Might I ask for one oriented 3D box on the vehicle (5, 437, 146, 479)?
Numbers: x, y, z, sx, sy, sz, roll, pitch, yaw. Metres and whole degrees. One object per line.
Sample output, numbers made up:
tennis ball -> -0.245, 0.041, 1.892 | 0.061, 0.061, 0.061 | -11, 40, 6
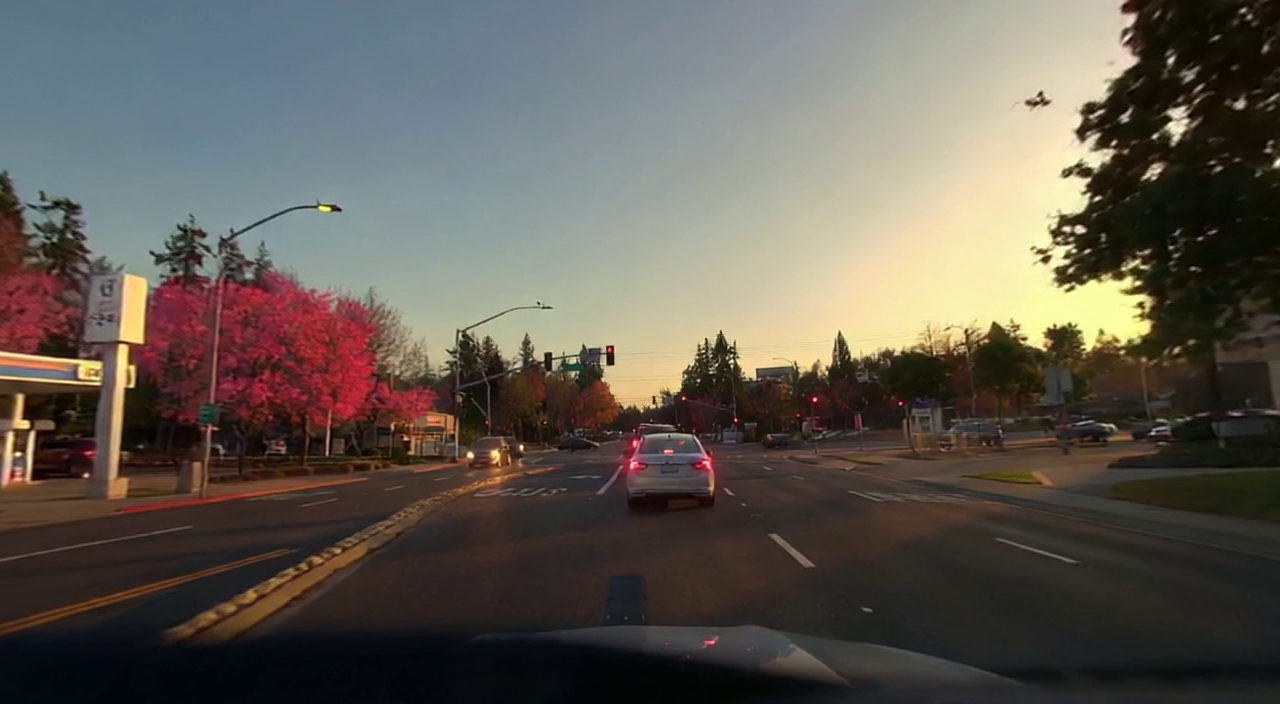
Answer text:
vehicle -> -26.853, 5.043, 30.244 | 1.946, 1.816, 4.792 | -1, -8, 7

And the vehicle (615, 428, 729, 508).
vehicle -> 0.682, 2.473, 13.854 | 2.112, 1.482, 4.057 | 0, -8, 2

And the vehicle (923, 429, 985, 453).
vehicle -> 20.511, 5.800, 41.120 | 4.091, 1.495, 2.053 | 7, -11, -39

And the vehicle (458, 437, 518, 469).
vehicle -> -8.327, 5.583, 35.018 | 2.108, 1.671, 4.535 | 0, -8, 1
